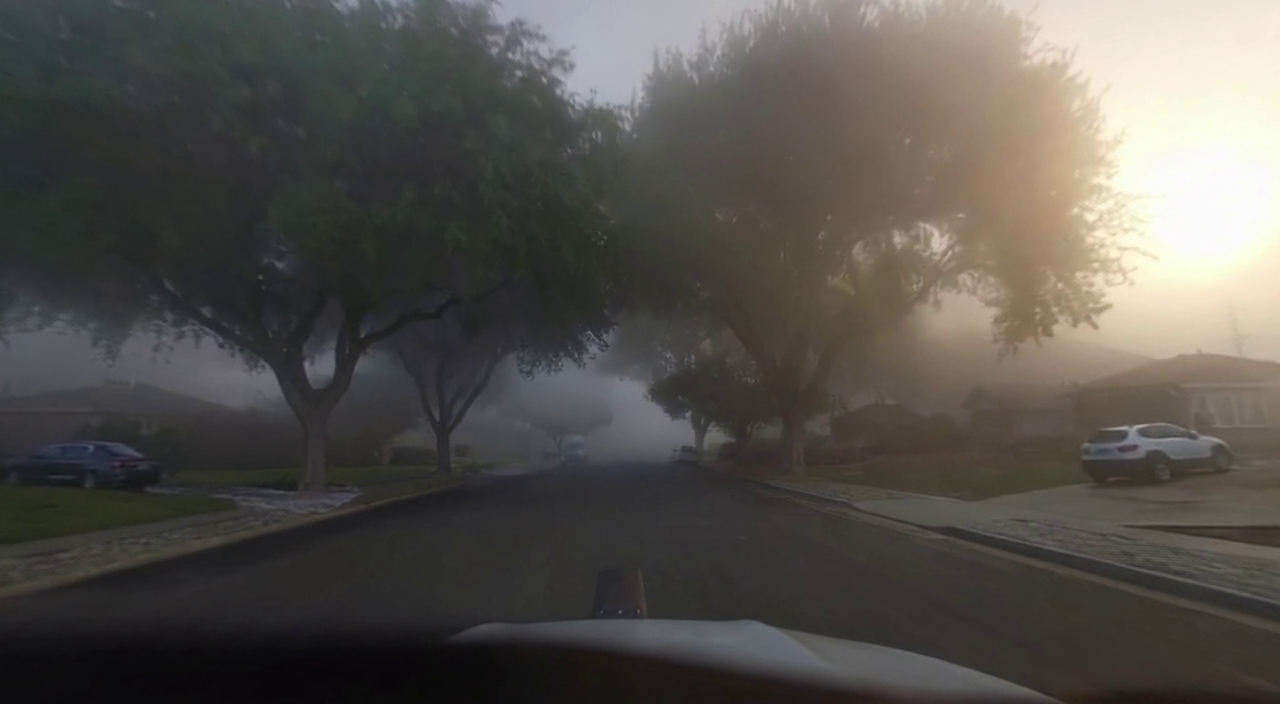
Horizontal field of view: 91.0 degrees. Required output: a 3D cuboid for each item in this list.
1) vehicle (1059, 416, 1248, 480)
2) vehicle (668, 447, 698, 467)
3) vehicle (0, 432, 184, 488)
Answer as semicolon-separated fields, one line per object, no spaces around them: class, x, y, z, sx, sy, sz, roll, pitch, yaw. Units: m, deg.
vehicle;15.202;2.845;18.702;4.468;1.728;2.135;3;-9;-19
vehicle;3.336;8.208;49.357;2.011;1.521;4.292;0;-9;0
vehicle;-16.013;3.069;17.967;4.351;1.474;2.015;0;-9;-2
